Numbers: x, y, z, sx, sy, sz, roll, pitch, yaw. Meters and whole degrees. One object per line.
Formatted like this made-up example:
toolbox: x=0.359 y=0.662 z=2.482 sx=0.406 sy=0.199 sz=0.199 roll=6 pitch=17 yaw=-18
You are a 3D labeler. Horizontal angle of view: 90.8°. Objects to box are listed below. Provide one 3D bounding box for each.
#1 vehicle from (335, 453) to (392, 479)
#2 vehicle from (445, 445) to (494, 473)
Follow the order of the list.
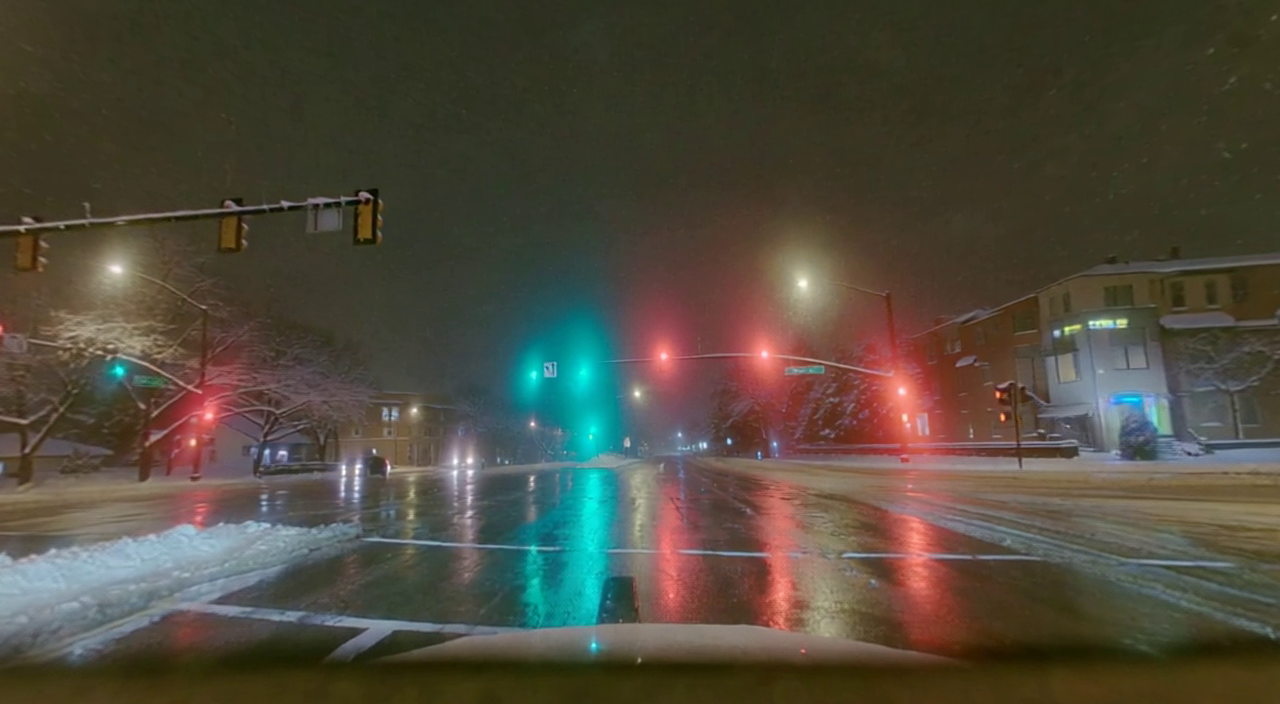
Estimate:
vehicle: x=-18.858 y=7.752 z=43.255 sx=1.933 sy=1.664 sz=4.255 roll=0 pitch=-9 yaw=1
vehicle: x=-12.162 y=7.665 z=45.432 sx=2.151 sy=1.847 sz=4.634 roll=0 pitch=-9 yaw=0
